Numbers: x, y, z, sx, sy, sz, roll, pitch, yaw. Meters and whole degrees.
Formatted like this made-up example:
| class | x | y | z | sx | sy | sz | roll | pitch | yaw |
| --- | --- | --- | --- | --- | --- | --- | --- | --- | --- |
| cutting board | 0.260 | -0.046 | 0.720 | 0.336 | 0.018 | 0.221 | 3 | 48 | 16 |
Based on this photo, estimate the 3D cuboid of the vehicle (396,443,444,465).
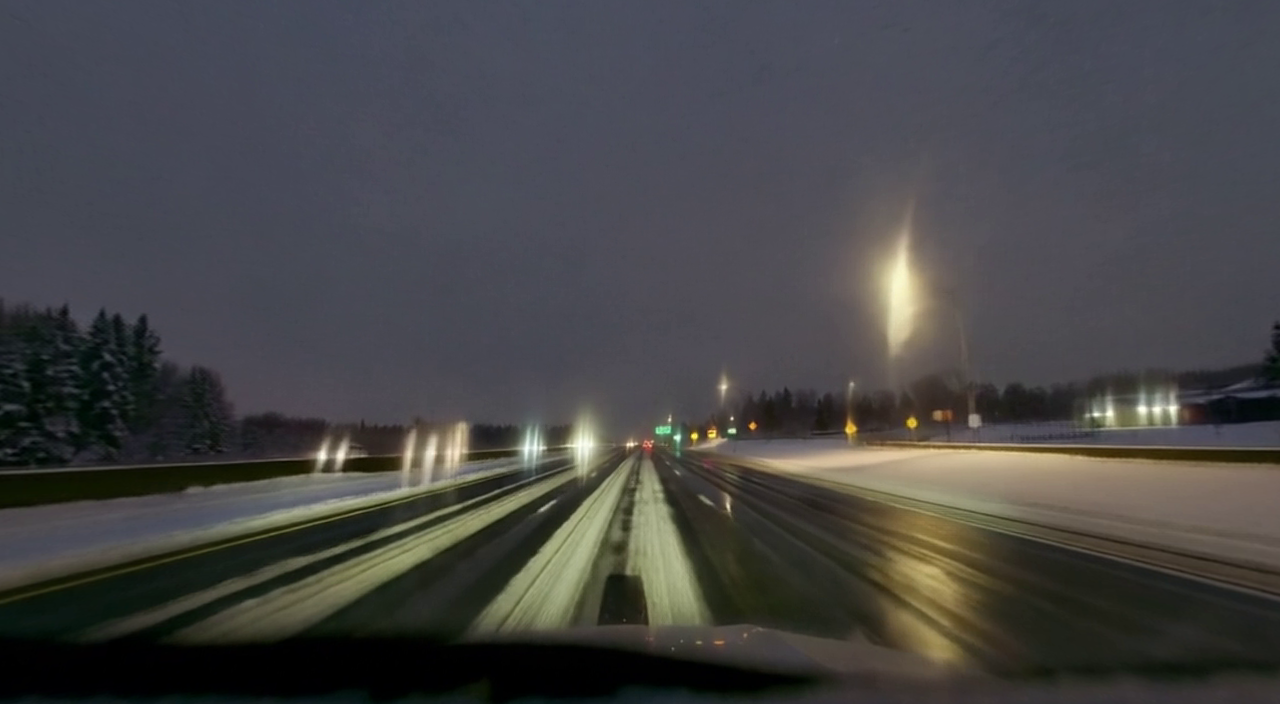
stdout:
| class | x | y | z | sx | sy | sz | roll | pitch | yaw |
| --- | --- | --- | --- | --- | --- | --- | --- | --- | --- |
| vehicle | -15.966 | 7.400 | 45.982 | 1.855 | 1.473 | 4.456 | 0 | -8 | 1 |
